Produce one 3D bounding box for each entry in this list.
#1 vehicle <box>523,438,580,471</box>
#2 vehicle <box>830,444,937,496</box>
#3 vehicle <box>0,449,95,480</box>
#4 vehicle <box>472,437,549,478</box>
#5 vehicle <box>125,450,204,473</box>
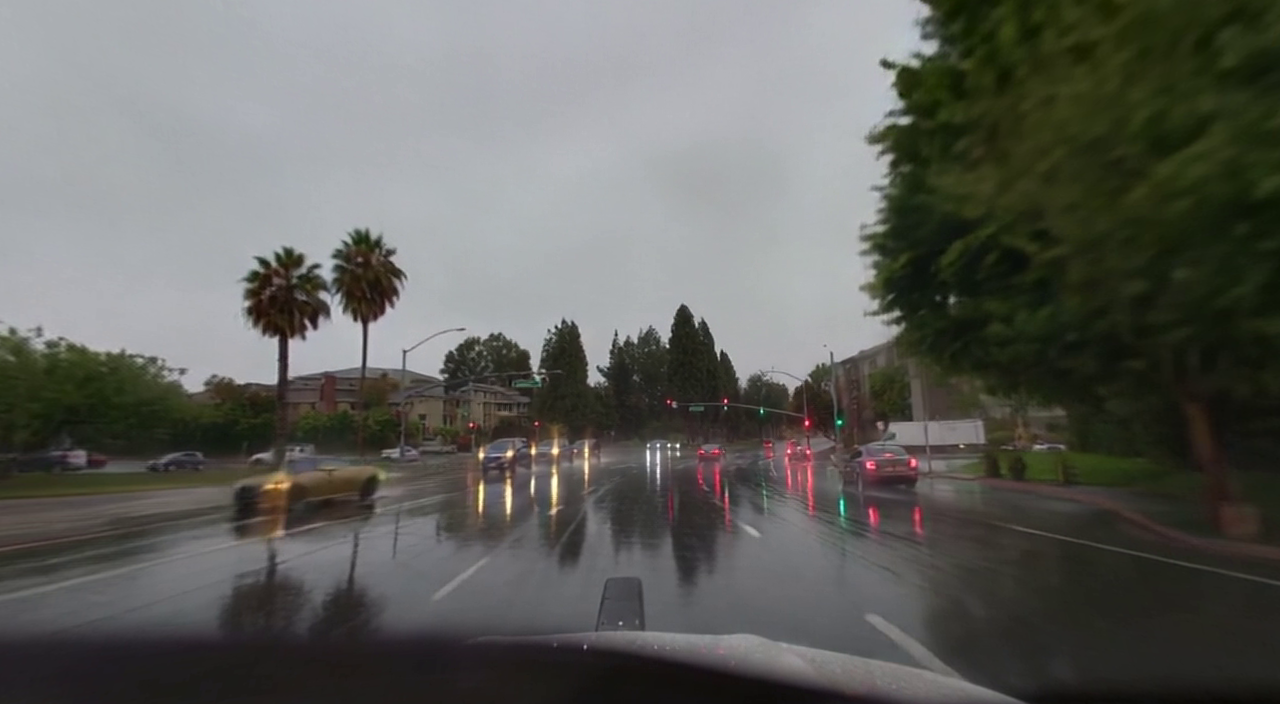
[{"bbox_3d":[-5.103,5.991,37.228,2.188,1.789,4.881,-1,-9,6],"label":"vehicle"},{"bbox_3d":[7.705,3.747,20.560,2.144,1.473,4.638,-1,-9,7],"label":"vehicle"},{"bbox_3d":[-42.459,8.007,45.255,1.985,1.789,4.885,-8,-9,41],"label":"vehicle"},{"bbox_3d":[-5.815,4.815,29.081,2.072,1.738,4.757,-1,-9,6],"label":"vehicle"},{"bbox_3d":[-37.292,8.560,49.612,4.702,1.449,1.833,4,-10,-42],"label":"vehicle"}]
